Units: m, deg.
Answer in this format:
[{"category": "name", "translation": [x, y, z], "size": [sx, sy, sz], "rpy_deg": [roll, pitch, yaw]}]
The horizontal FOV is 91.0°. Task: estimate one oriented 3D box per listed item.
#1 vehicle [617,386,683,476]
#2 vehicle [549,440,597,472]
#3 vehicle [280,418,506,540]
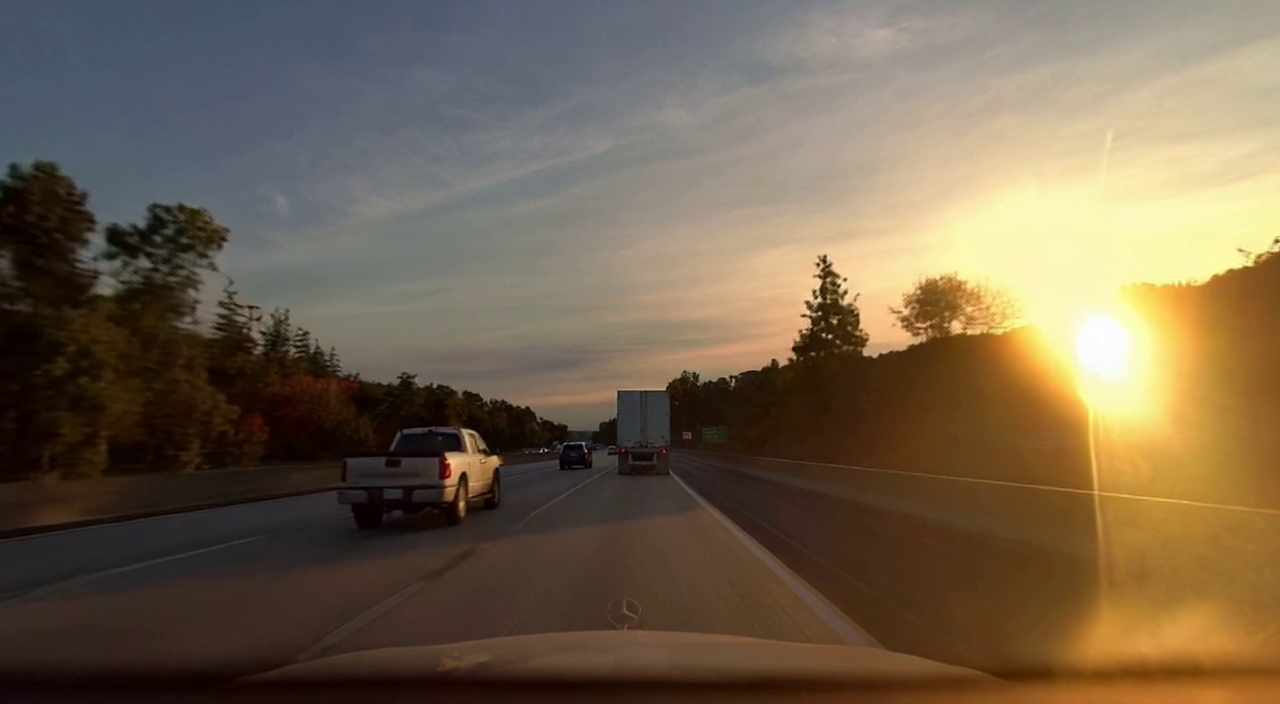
[{"category": "vehicle", "translation": [0.394, 4.491, 34.714], "size": [3.052, 4.132, 11.336], "rpy_deg": [0, -9, -1]}, {"category": "vehicle", "translation": [-4.028, 6.351, 38.779], "size": [2.285, 1.833, 4.984], "rpy_deg": [0, -9, 1]}, {"category": "vehicle", "translation": [-4.102, 2.216, 11.629], "size": [2.140, 1.750, 4.901], "rpy_deg": [0, -9, 1]}]
